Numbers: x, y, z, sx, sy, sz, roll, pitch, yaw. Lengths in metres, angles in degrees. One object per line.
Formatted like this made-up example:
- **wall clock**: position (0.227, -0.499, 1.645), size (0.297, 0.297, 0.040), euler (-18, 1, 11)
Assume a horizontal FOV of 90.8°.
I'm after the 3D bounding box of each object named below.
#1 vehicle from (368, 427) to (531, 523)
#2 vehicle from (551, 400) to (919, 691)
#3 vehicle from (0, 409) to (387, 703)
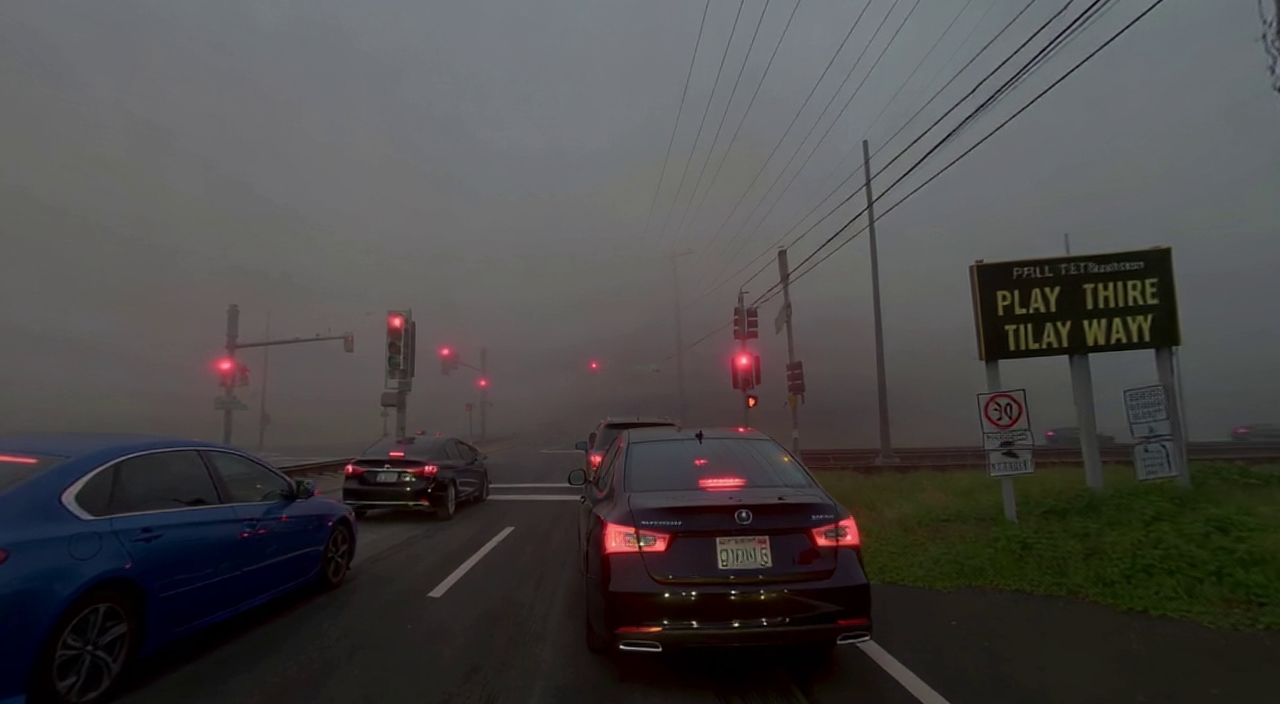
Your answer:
- **vehicle**: position (-3.364, 2.256, 12.072), size (1.984, 1.505, 4.047), euler (0, -9, -2)
- **vehicle**: position (0.403, 1.329, 5.451), size (1.998, 1.529, 3.960), euler (1, -9, -4)
- **vehicle**: position (-3.717, 1.256, 4.504), size (1.956, 1.468, 4.585), euler (0, -9, -1)
